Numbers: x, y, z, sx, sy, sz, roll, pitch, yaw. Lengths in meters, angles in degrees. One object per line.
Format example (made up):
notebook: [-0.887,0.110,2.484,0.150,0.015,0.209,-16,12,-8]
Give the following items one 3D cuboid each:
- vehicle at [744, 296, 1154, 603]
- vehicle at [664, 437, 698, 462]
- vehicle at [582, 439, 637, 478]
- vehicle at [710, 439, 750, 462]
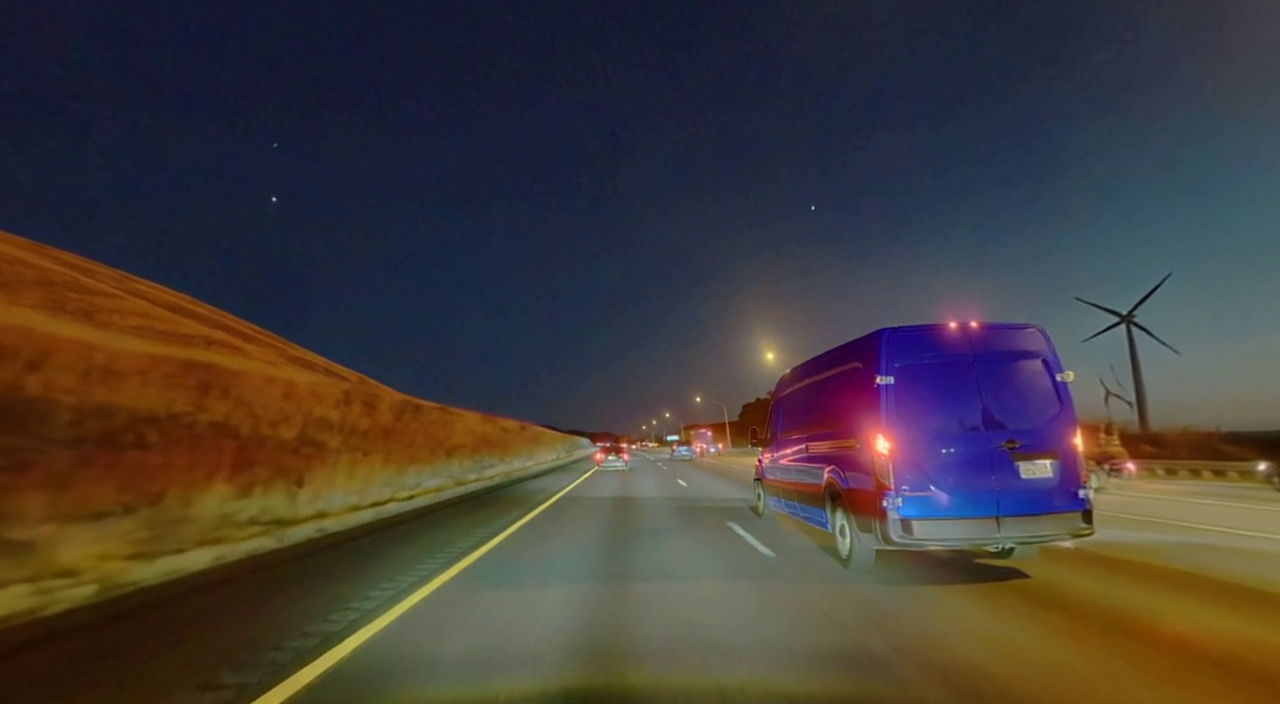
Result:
vehicle: [3.098,1.216,8.340,2.365,2.630,5.754,0,-8,-1]
vehicle: [2.931,7.007,45.623,2.108,1.717,3.996,0,-8,-1]
vehicle: [-1.160,4.332,25.925,2.082,1.445,3.826,0,-8,-1]
vehicle: [6.343,6.977,44.962,1.958,1.514,4.930,0,-8,-1]
